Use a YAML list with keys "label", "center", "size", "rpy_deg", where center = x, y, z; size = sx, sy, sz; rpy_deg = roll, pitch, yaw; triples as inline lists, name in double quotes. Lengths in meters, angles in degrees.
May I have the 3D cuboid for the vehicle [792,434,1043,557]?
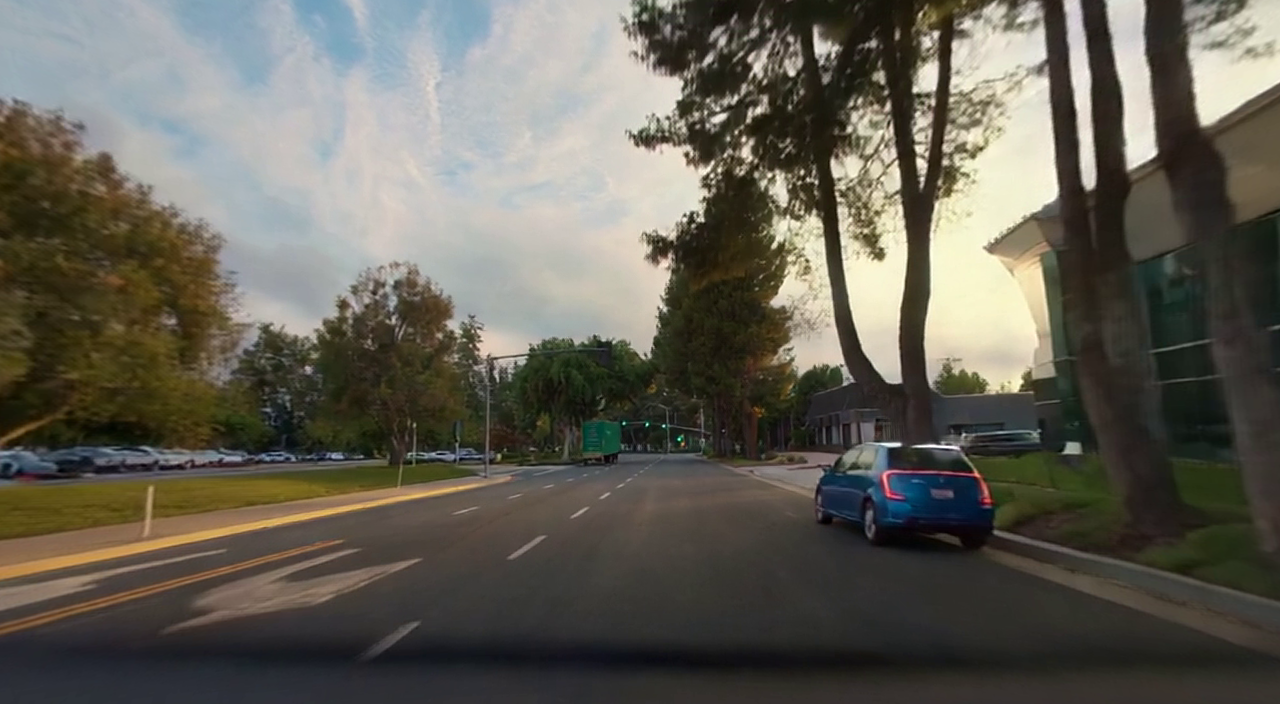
- label: "vehicle"
  center: [3.999, 2.134, 10.118]
  size: [2.098, 1.509, 4.389]
  rpy_deg: [0, -9, 1]
